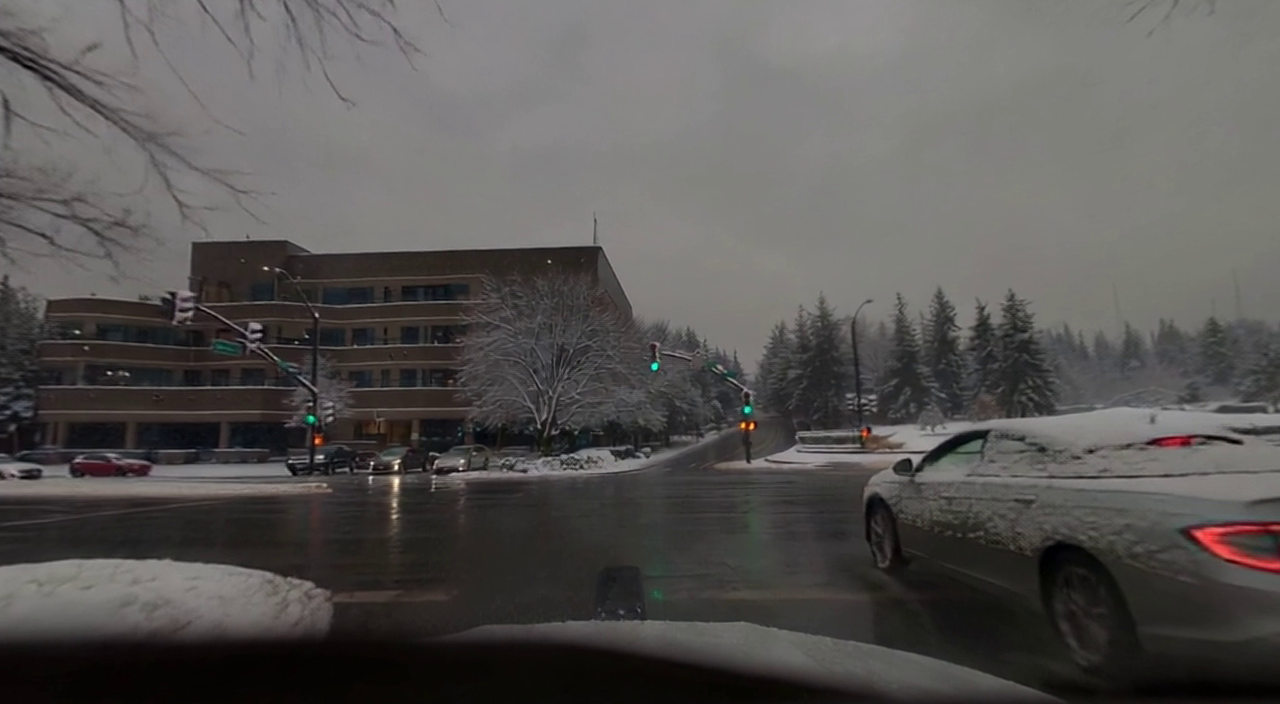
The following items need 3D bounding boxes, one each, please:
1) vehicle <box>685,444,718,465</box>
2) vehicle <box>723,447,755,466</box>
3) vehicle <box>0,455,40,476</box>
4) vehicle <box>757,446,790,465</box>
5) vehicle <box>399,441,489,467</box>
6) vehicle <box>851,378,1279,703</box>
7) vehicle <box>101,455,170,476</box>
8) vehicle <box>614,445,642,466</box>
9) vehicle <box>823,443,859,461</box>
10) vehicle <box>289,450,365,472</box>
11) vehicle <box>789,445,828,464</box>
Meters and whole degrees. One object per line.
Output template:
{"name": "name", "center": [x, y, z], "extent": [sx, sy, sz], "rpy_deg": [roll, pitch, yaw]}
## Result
{"name": "vehicle", "center": [4.597, 7.754, 47.952], "extent": [1.983, 1.453, 4.180], "rpy_deg": [0, -9, -1]}
{"name": "vehicle", "center": [7.503, 7.962, 48.266], "extent": [1.889, 1.358, 3.751], "rpy_deg": [0, -9, 1]}
{"name": "vehicle", "center": [-46.142, 8.253, 45.980], "extent": [1.627, 1.392, 3.330], "rpy_deg": [0, -9, 0]}
{"name": "vehicle", "center": [10.108, 7.860, 48.004], "extent": [1.692, 1.343, 3.352], "rpy_deg": [0, -9, -1]}
{"name": "vehicle", "center": [-14.600, 7.645, 47.302], "extent": [6.021, 1.868, 2.172], "rpy_deg": [0, -9, 1]}
{"name": "vehicle", "center": [3.309, 1.195, 4.718], "extent": [1.903, 1.529, 4.254], "rpy_deg": [0, -9, -1]}
{"name": "vehicle", "center": [-36.236, 8.159, 45.471], "extent": [1.709, 1.410, 3.945], "rpy_deg": [0, -9, -1]}
{"name": "vehicle", "center": [-0.928, 7.874, 48.214], "extent": [2.024, 1.489, 4.613], "rpy_deg": [0, -9, -1]}
{"name": "vehicle", "center": [15.311, 7.627, 48.233], "extent": [1.704, 1.365, 3.315], "rpy_deg": [0, -9, 1]}
{"name": "vehicle", "center": [-21.563, 7.509, 43.587], "extent": [4.207, 1.508, 1.875], "rpy_deg": [0, -9, 2]}
{"name": "vehicle", "center": [12.803, 7.781, 48.113], "extent": [2.006, 1.371, 3.426], "rpy_deg": [0, -9, 0]}
